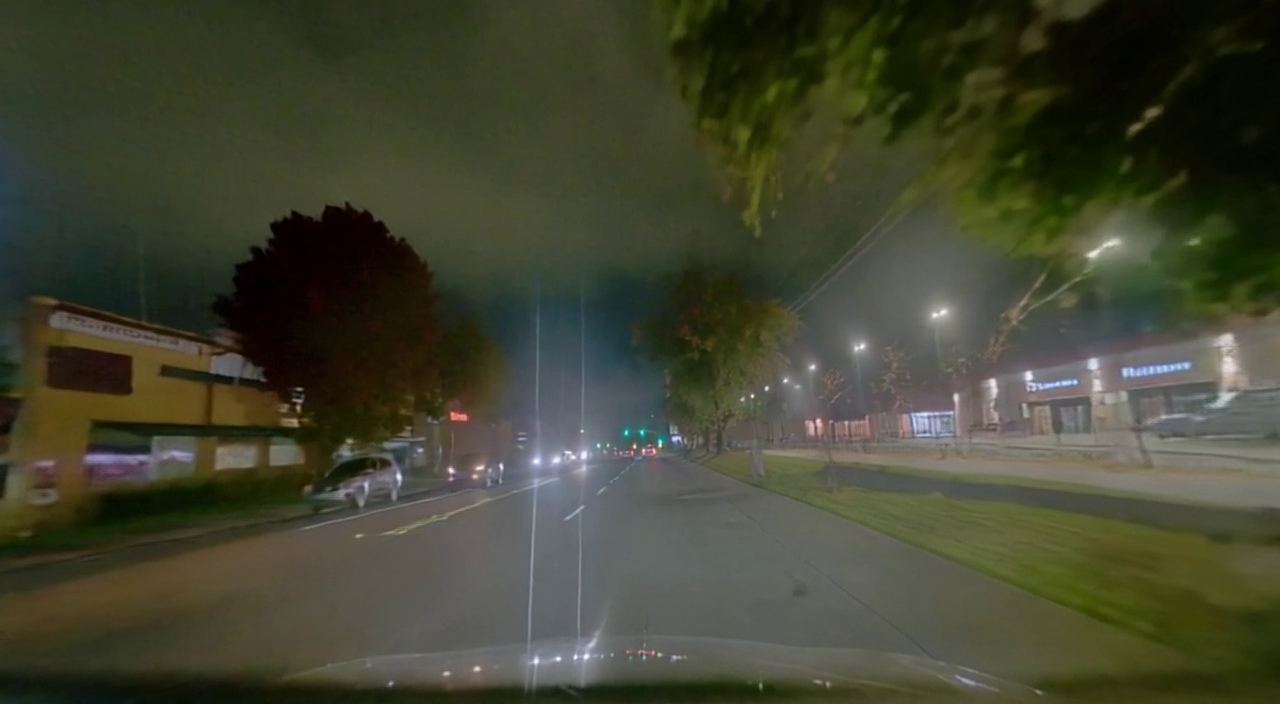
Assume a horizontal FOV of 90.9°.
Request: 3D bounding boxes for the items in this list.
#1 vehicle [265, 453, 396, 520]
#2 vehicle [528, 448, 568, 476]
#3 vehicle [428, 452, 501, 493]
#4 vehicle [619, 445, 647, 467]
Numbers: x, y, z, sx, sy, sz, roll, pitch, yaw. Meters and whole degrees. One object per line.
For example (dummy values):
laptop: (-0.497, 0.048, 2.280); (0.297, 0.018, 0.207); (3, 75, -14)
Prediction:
vehicle: (-10.898, 4.709, 22.755); (2.102, 2.004, 5.285); (0, -8, -1)
vehicle: (-6.149, 7.336, 42.458); (2.030, 1.701, 4.559); (-1, -8, 0)
vehicle: (-7.938, 5.465, 28.966); (2.038, 1.670, 4.468); (-1, -8, 1)
vehicle: (-0.541, 7.782, 47.371); (2.020, 1.478, 3.922); (0, -8, -2)
